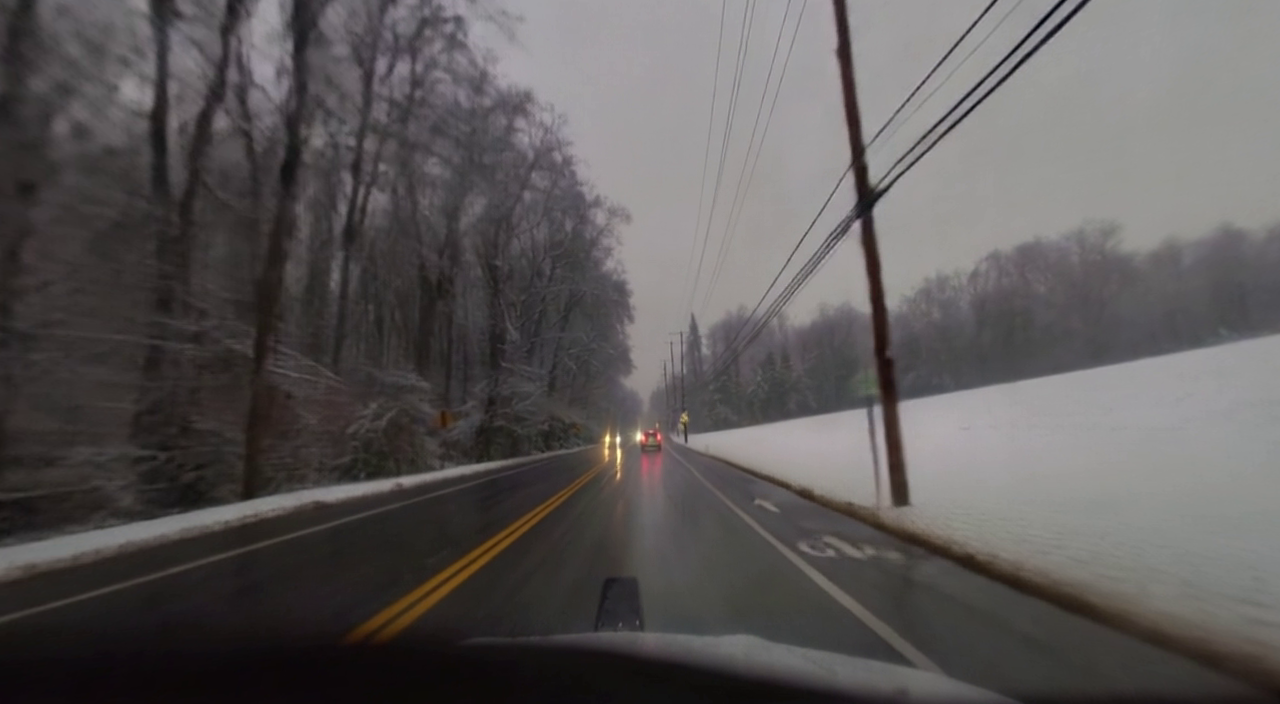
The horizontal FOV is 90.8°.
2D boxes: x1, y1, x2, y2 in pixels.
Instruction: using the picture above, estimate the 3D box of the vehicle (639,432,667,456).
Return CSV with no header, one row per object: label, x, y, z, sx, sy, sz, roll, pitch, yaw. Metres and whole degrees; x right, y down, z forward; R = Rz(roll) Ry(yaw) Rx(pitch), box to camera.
vehicle,1.057,7.142,49.012,2.083,1.767,4.448,0,-8,2
